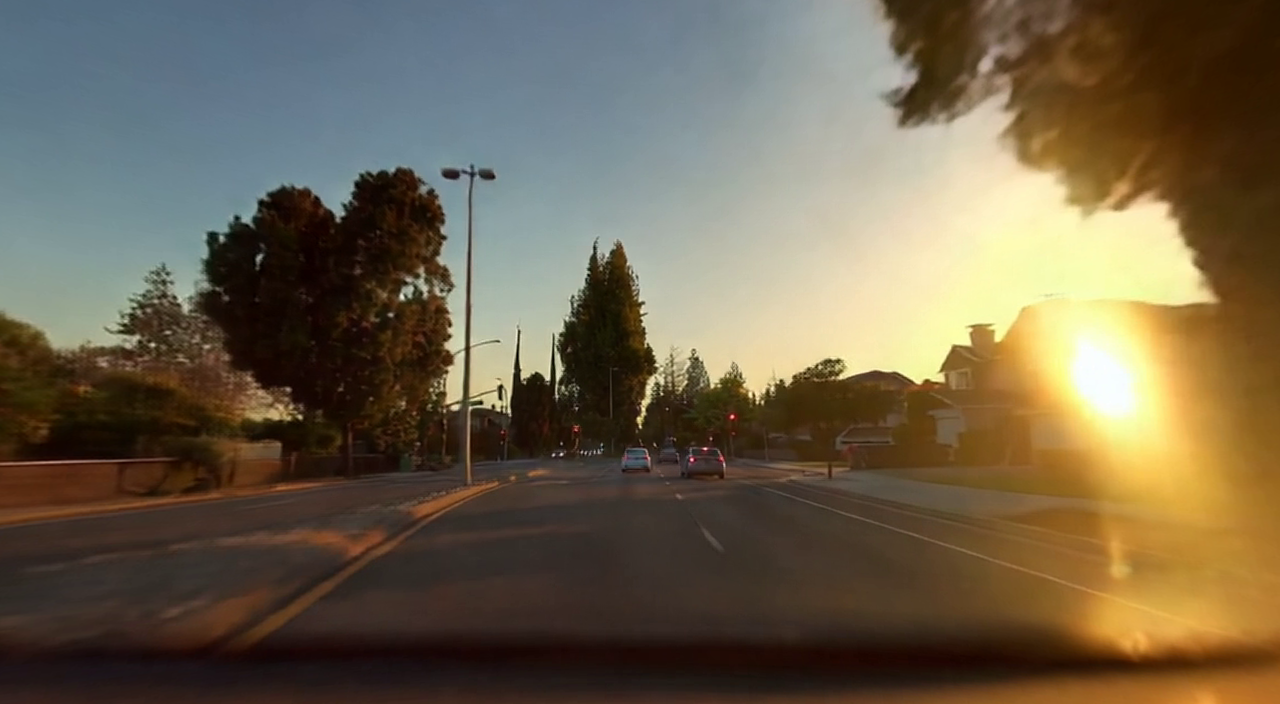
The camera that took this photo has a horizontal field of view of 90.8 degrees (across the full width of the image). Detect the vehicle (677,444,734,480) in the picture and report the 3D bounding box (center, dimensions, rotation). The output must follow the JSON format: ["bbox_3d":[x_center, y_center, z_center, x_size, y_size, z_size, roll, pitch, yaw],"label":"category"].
[{"bbox_3d":[2.867,4.950,28.700,2.057,1.496,4.401,0,-8,-1],"label":"vehicle"}]

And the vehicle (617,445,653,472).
[{"bbox_3d":[-0.273,6.266,37.429,2.018,1.511,3.993,0,-8,0],"label":"vehicle"}]
